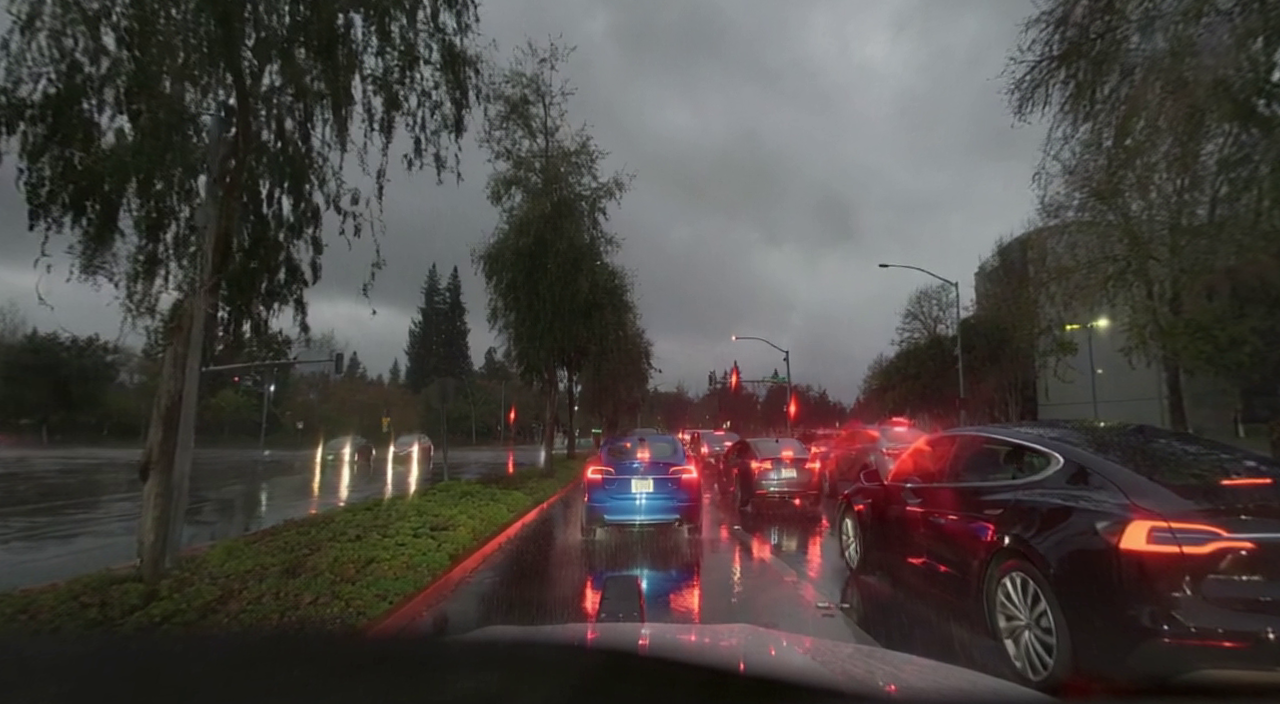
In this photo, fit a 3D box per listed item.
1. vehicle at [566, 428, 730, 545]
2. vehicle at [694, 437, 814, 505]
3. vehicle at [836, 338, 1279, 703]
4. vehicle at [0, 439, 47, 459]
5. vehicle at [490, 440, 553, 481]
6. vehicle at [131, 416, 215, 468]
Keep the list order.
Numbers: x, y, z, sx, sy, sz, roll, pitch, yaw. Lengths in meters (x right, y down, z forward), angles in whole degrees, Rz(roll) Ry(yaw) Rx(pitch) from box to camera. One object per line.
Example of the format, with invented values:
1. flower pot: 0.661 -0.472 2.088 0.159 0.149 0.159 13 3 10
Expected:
1. vehicle: 0.027 2.081 10.467 2.147 1.499 4.240 0 -8 -2
2. vehicle: 2.694 2.929 16.034 2.058 1.466 4.208 0 -8 -3
3. vehicle: 3.186 1.106 4.302 2.167 1.676 4.443 0 -8 -1
4. vehicle: -48.295 7.360 47.975 4.418 1.415 1.941 0 -8 -1
5. vehicle: -4.627 4.286 25.250 1.972 1.457 4.171 0 -8 -4
6. vehicle: -29.271 5.640 39.701 2.608 2.990 3.026 2 -8 2
